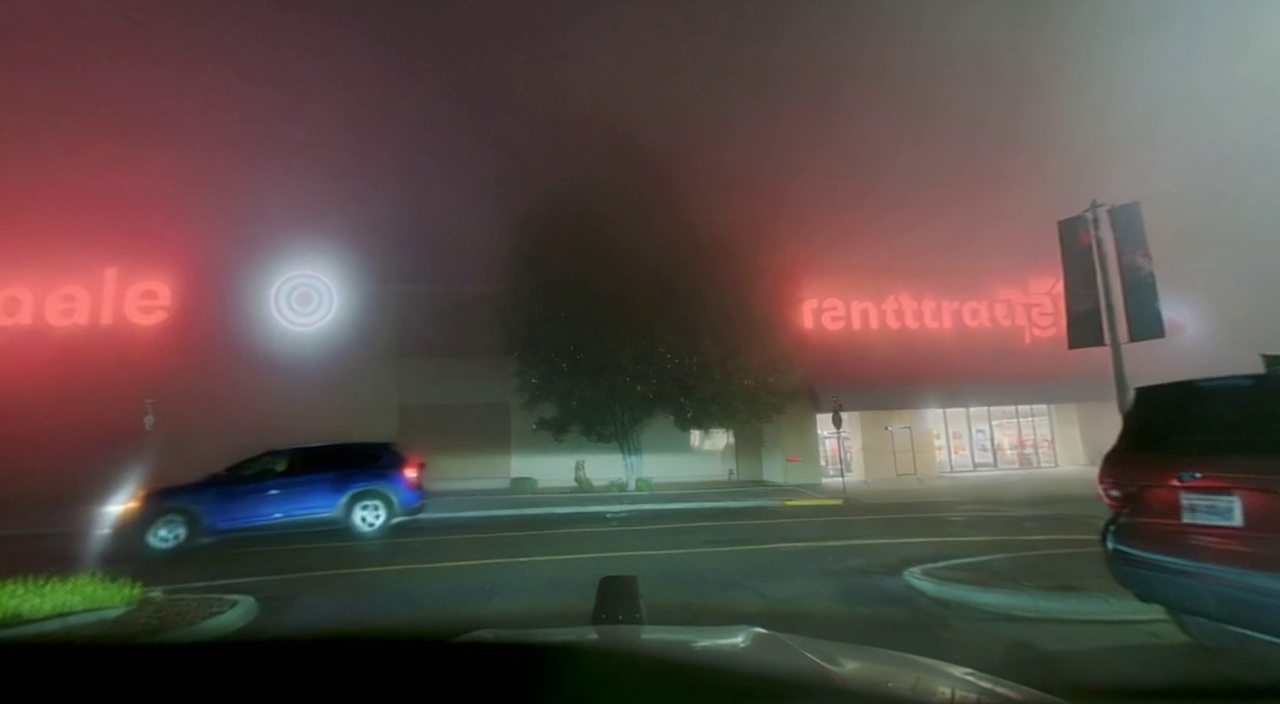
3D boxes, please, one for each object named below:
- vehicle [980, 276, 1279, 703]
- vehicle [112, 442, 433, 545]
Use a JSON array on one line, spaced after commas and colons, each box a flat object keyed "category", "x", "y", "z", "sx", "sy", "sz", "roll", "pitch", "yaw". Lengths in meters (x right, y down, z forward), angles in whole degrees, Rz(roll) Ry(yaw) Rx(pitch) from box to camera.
[{"category": "vehicle", "x": 4.978, "y": 0.780, "z": 3.430, "sx": 4.864, "sy": 1.916, "sz": 2.413, "roll": 1, "pitch": -8, "yaw": -5}, {"category": "vehicle", "x": -6.896, "y": 2.686, "z": 12.485, "sx": 4.957, "sy": 1.788, "sz": 2.092, "roll": 1, "pitch": -8, "yaw": -7}]
